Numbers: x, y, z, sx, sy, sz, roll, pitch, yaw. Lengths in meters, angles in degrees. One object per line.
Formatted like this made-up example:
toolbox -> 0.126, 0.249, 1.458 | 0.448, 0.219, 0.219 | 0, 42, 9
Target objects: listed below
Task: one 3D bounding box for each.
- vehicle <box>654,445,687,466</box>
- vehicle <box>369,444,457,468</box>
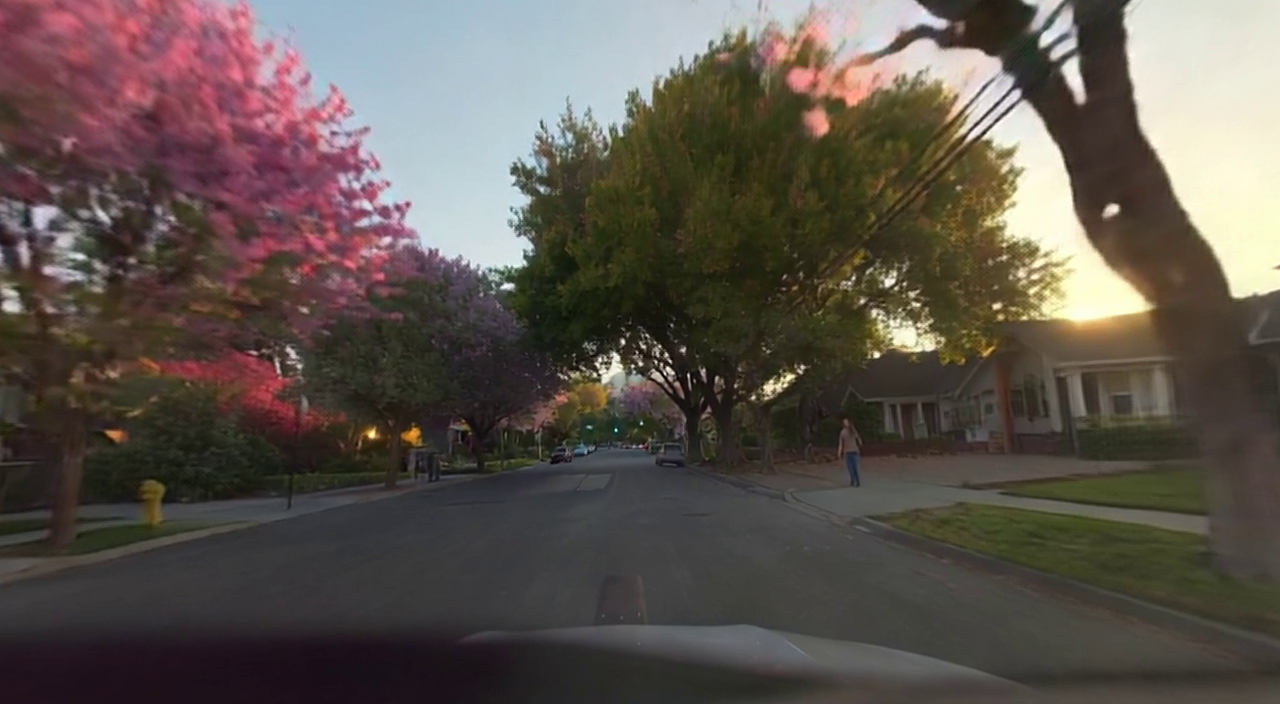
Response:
vehicle -> 2.190, 7.591, 46.432 | 2.022, 1.455, 4.406 | 0, -9, -2
vehicle -> -17.315, 7.961, 48.425 | 5.902, 1.796, 2.183 | 0, -9, -2
